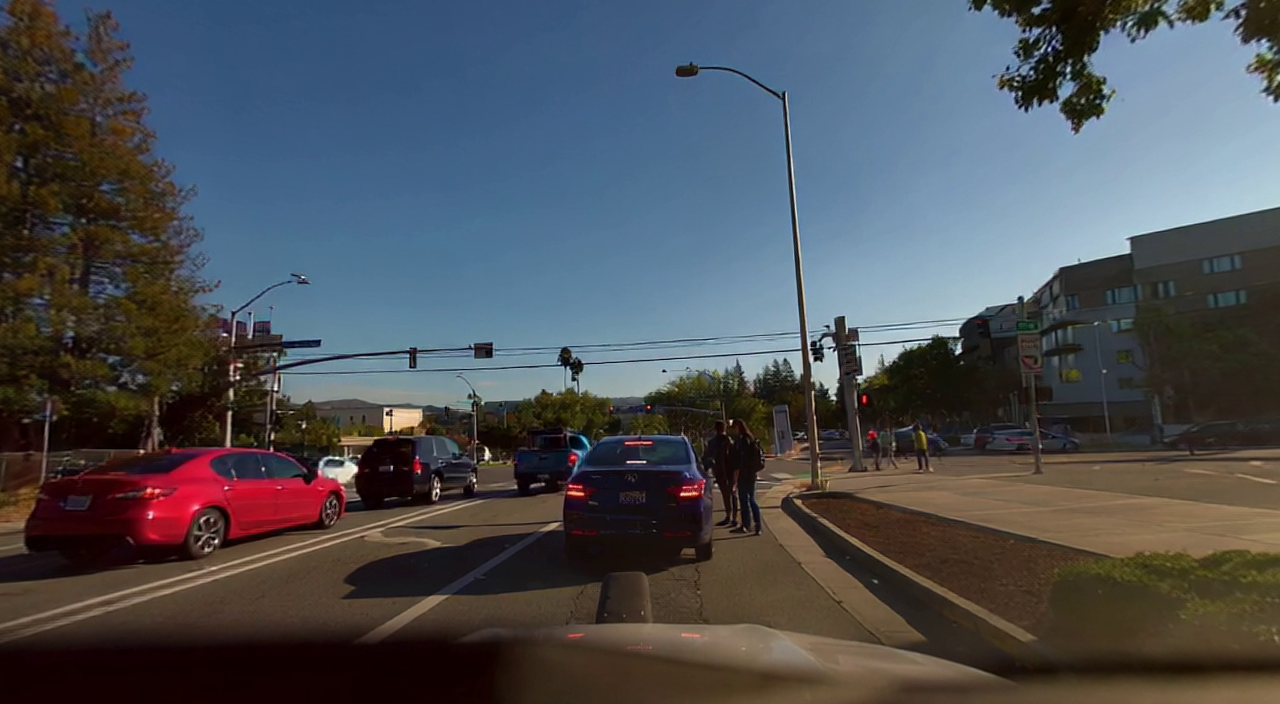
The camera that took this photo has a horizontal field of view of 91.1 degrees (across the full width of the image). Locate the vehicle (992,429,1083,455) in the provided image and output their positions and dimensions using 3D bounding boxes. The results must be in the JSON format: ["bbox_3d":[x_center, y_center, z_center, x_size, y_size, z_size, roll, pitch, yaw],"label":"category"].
[{"bbox_3d":[23.809,5.437,37.750,4.454,1.440,1.816,-5,-10,30],"label":"vehicle"}]

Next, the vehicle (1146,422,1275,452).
[{"bbox_3d":[30.519,4.602,33.802,4.739,1.472,1.804,-5,-10,30],"label":"vehicle"}]

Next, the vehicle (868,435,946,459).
[{"bbox_3d":[17.502,6.217,41.137,4.441,1.452,1.798,-5,-10,30],"label":"vehicle"}]

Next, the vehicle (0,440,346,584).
[{"bbox_3d":[-6.330,2.066,9.028,1.948,1.530,4.283,0,-9,3],"label":"vehicle"}]

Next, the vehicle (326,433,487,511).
[{"bbox_3d":[-6.156,3.218,17.441,2.230,1.811,5.183,-1,-9,3],"label":"vehicle"}]

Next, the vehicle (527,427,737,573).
[{"bbox_3d":[-0.053,1.858,8.674,2.182,1.501,4.150,0,-9,1],"label":"vehicle"}]
